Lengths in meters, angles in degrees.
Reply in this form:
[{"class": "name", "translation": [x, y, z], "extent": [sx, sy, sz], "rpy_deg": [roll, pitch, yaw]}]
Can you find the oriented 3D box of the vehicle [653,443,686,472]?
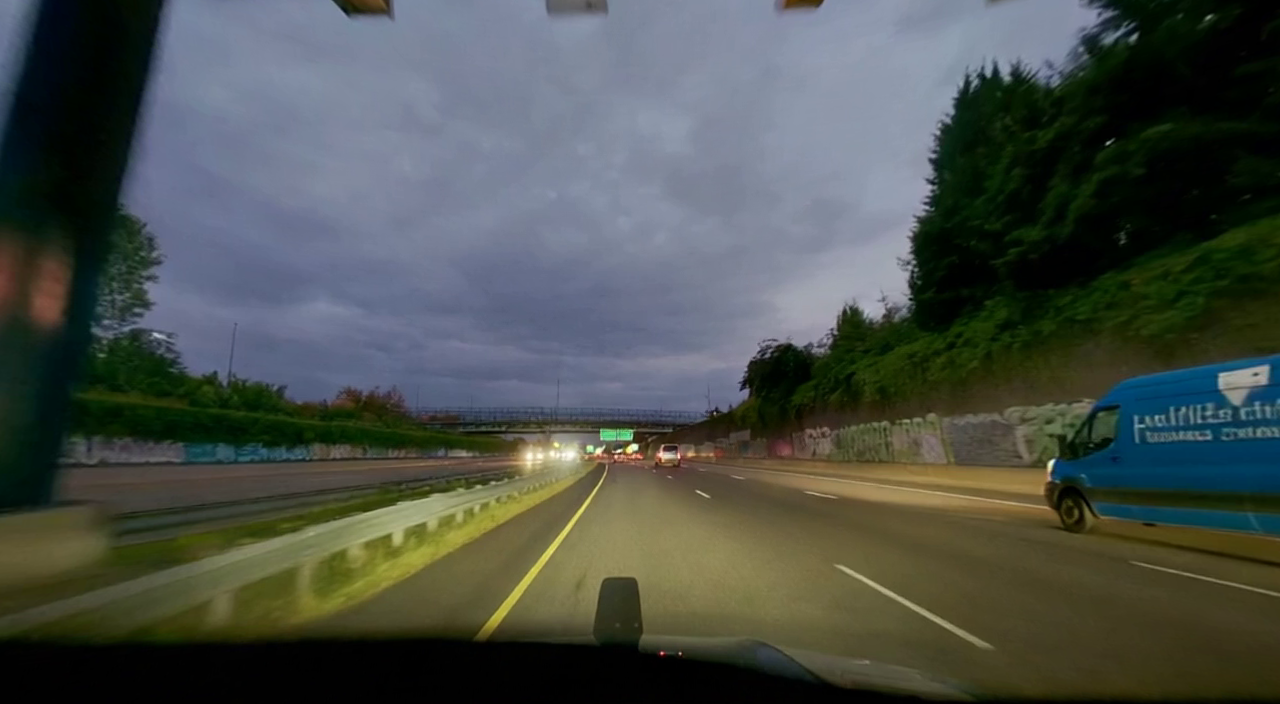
[{"class": "vehicle", "translation": [2.072, 7.647, 45.589], "extent": [2.007, 1.943, 5.010], "rpy_deg": [0, -9, -2]}]
